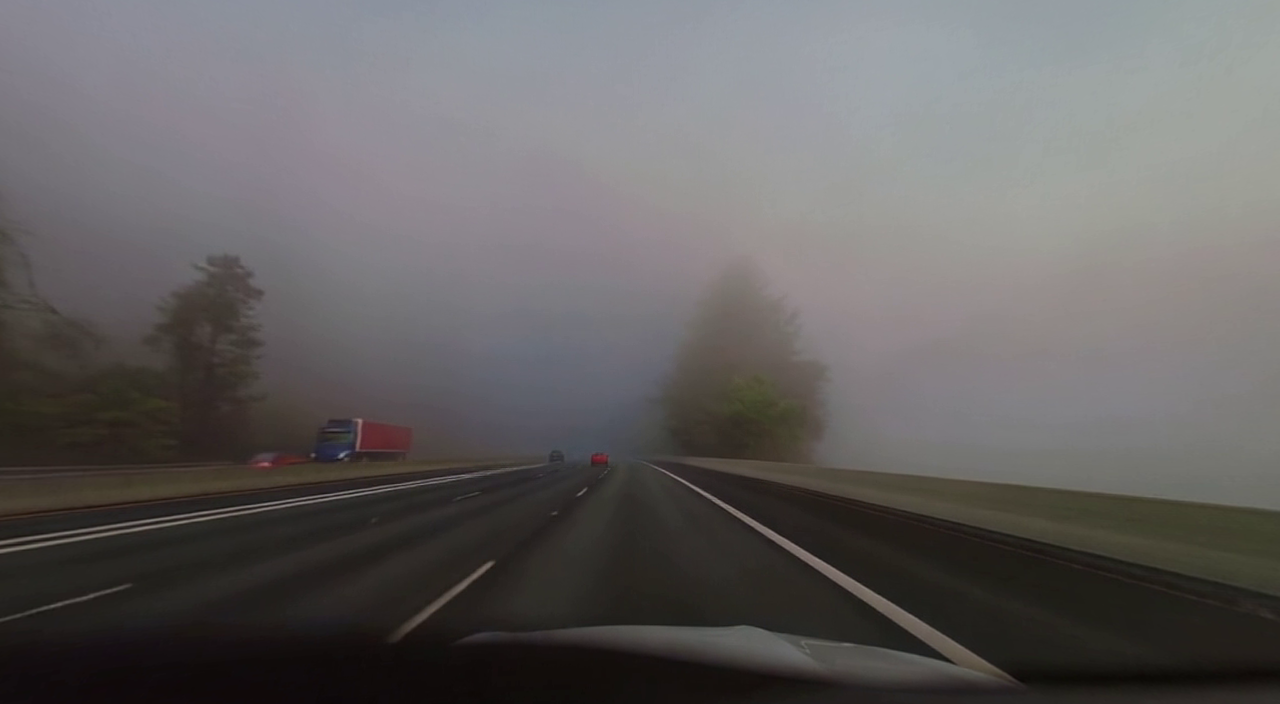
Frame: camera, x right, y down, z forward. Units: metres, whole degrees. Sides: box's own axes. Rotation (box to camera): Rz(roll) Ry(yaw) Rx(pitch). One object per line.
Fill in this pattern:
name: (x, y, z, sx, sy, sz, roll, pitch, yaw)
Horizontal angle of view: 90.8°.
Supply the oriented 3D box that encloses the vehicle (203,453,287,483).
vehicle: (-21.746, 6.382, 34.946, 1.997, 1.507, 4.137, 0, -9, -1)
